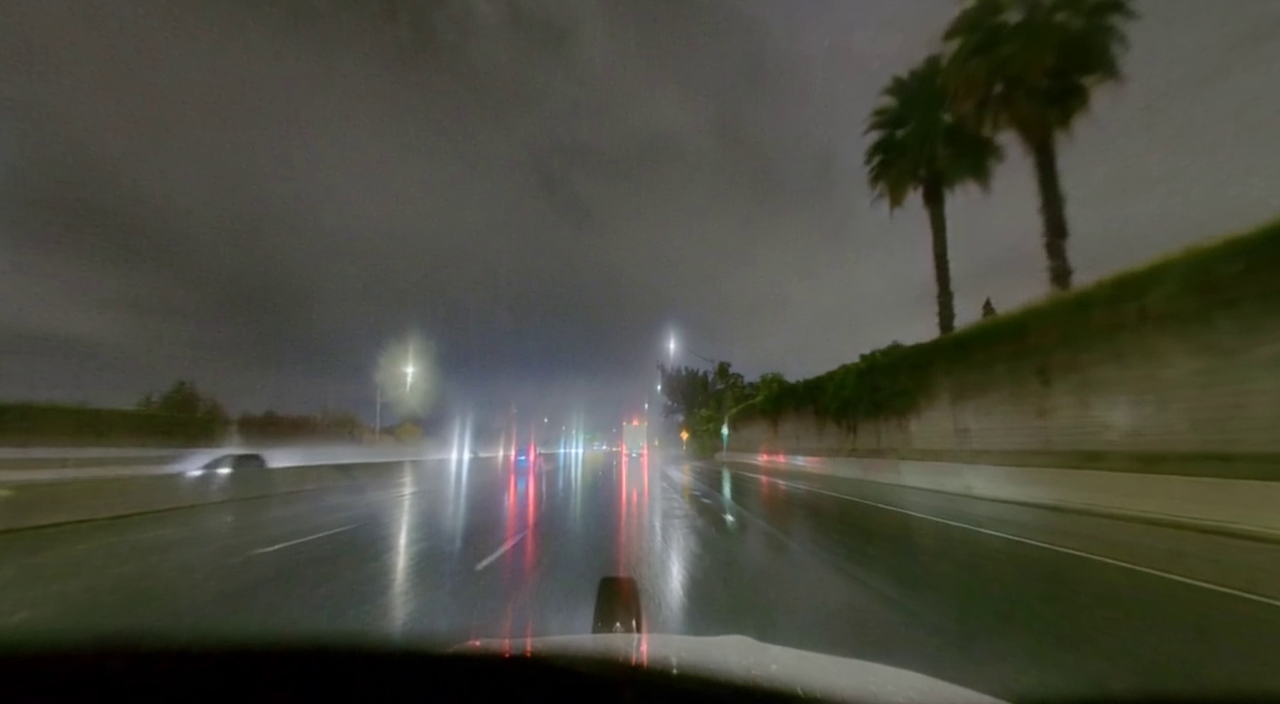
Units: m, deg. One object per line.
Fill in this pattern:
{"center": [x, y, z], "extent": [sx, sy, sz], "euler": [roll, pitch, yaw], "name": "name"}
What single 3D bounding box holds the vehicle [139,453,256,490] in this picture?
{"center": [-20.095, 5.420, 29.005], "extent": [1.963, 1.481, 4.748], "euler": [0, -9, 0], "name": "vehicle"}
